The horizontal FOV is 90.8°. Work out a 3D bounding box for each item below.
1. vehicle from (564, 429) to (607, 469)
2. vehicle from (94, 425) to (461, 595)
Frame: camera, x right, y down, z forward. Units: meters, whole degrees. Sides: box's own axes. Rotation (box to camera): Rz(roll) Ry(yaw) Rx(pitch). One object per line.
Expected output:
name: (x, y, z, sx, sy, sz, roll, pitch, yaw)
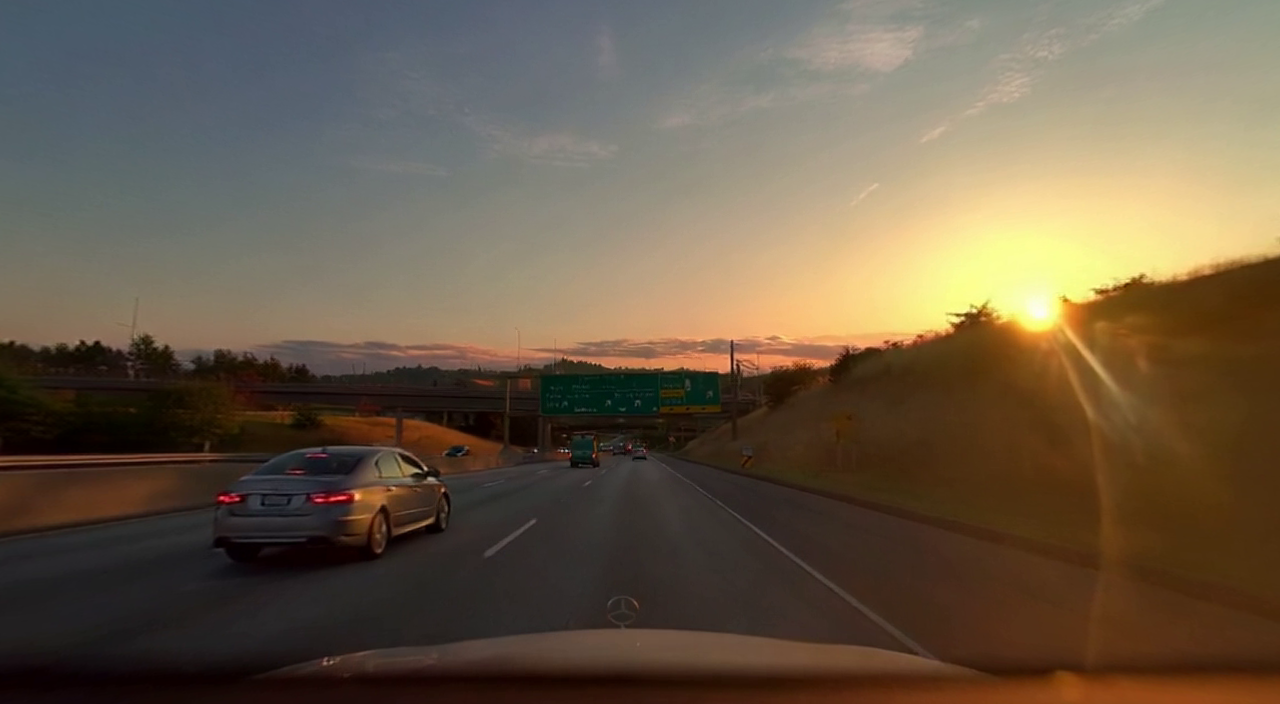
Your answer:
vehicle: (-3.536, 6.477, 42.238, 2.290, 2.453, 5.561, 0, -9, 1)
vehicle: (-3.652, 1.653, 7.383, 1.924, 1.436, 3.915, 0, -9, 0)
